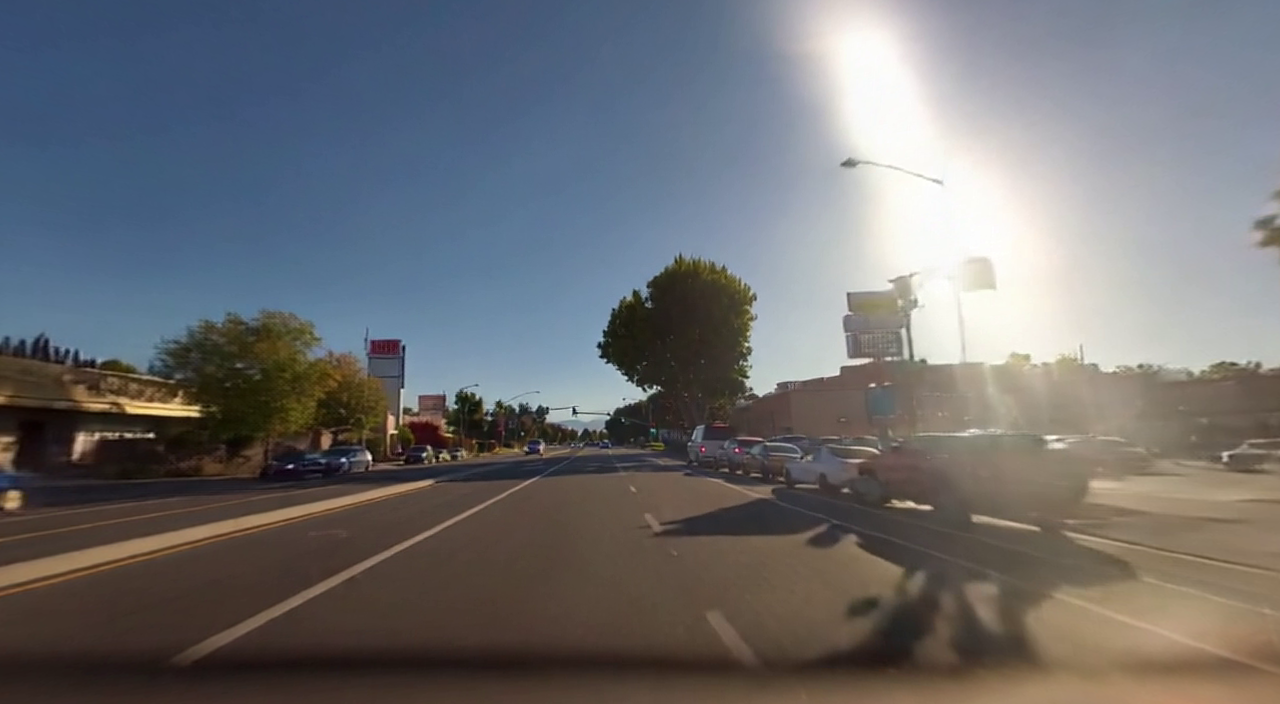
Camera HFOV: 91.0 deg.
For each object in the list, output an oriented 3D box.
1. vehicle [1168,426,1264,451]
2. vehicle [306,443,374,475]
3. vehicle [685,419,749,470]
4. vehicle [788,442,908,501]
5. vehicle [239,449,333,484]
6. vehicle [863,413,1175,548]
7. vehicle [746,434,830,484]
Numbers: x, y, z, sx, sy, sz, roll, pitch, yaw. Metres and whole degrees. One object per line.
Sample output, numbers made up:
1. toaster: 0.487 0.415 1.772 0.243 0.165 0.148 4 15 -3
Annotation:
1. vehicle: 43.909 6.657 48.094 2.062 1.781 5.018 7 -11 -38
2. vehicle: -17.217 6.160 36.378 1.928 1.718 4.279 0 -9 -2
3. vehicle: 4.691 5.801 39.787 2.739 2.866 6.142 -1 -7 -5
4. vehicle: 5.875 3.425 18.483 1.902 1.494 4.622 0 -9 -1
5. vehicle: -16.843 5.436 30.281 2.036 1.478 4.615 0 -9 -3
6. vehicle: 6.440 2.254 11.868 2.092 1.887 5.632 1 -9 -4
7. vehicle: 5.753 4.220 25.064 1.952 1.771 4.385 1 -9 -5
